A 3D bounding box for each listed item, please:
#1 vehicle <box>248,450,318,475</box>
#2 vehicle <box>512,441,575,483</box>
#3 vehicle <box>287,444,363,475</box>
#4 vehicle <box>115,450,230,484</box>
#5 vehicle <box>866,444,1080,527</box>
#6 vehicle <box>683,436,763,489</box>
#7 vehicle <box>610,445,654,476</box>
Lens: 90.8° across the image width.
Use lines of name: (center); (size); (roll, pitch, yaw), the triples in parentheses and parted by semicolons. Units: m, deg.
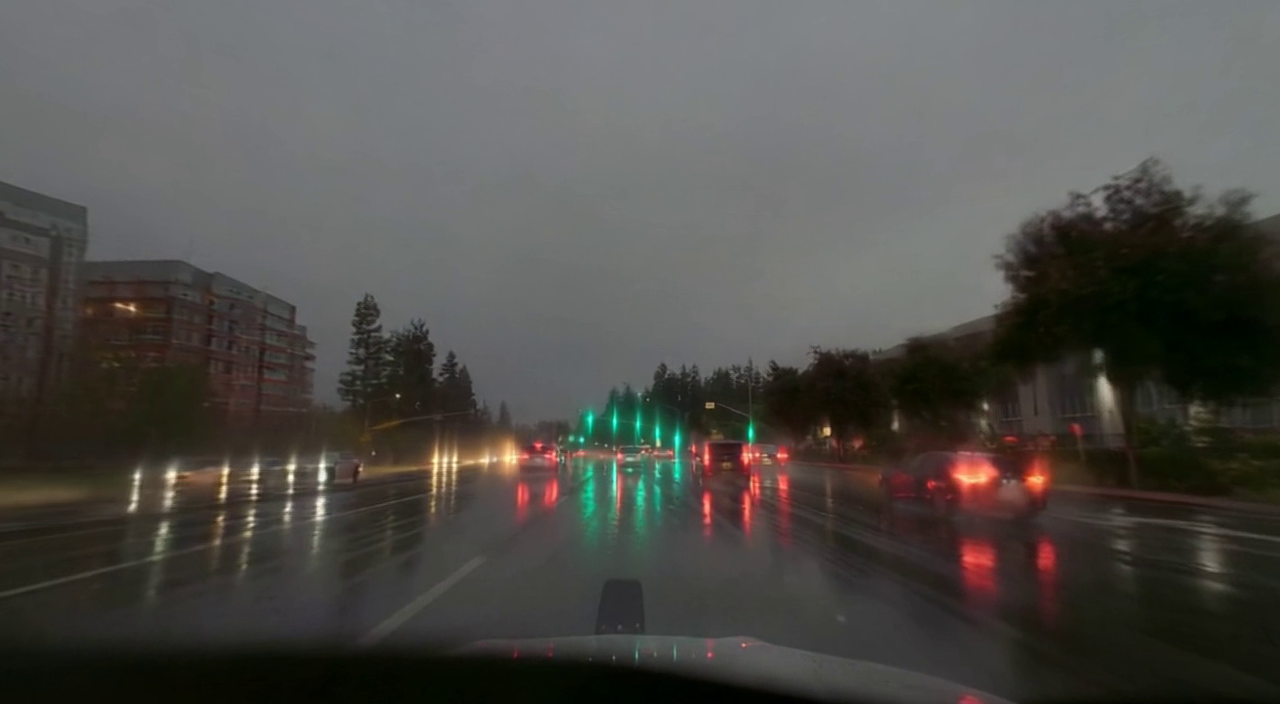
vehicle: (-22.830, 7.039, 40.610); (1.919, 1.462, 4.580); (0, -8, -1)
vehicle: (-4.197, 4.826, 28.049); (2.172, 1.671, 4.175); (0, -8, -1)
vehicle: (-19.023, 6.502, 38.431); (2.241, 1.732, 4.747); (0, -8, -1)
vehicle: (-22.599, 5.559, 30.840); (2.019, 1.467, 4.808); (0, -8, -1)
vehicle: (6.495, 2.609, 13.025); (1.945, 1.408, 4.288); (0, -8, -2)
vehicle: (2.899, 3.973, 23.078); (2.161, 1.716, 4.194); (0, -8, -3)
vehicle: (-0.468, 5.596, 32.882); (2.155, 1.486, 4.403); (0, -8, -2)
